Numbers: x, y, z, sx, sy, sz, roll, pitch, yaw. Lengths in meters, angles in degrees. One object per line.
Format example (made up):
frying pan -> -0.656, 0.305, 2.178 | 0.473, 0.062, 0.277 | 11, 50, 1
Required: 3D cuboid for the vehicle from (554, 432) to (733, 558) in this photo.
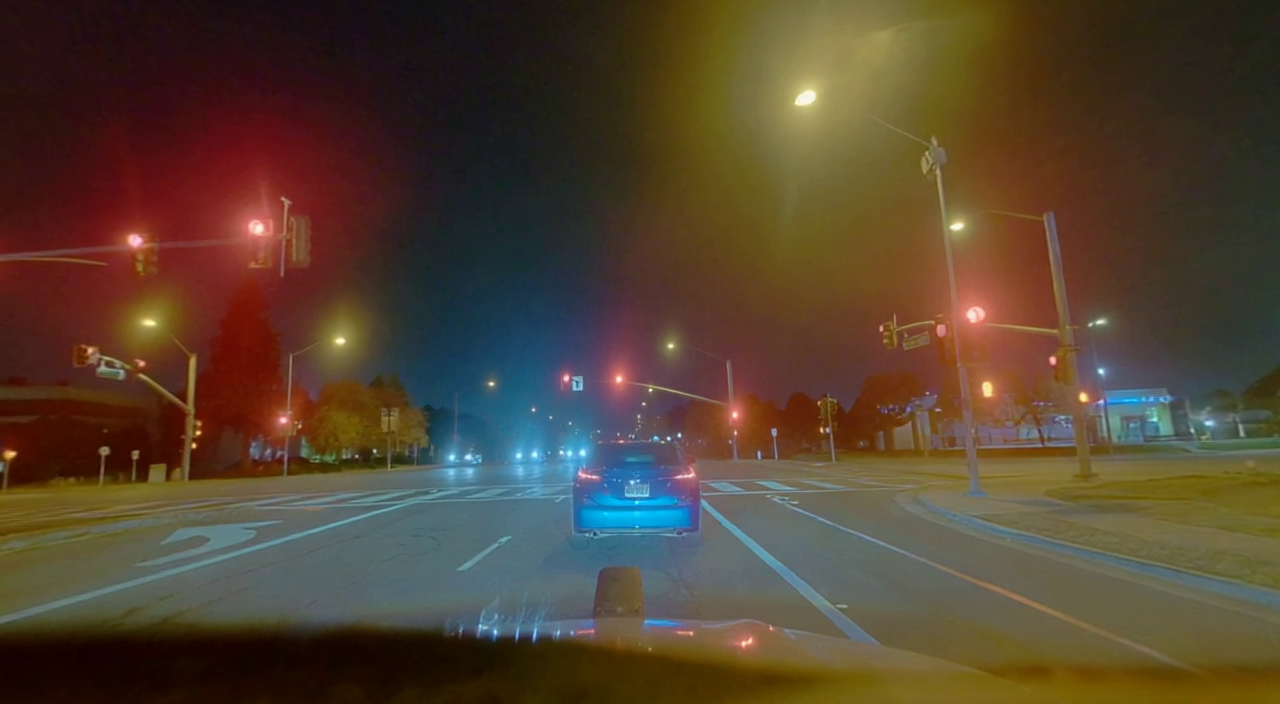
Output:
vehicle -> 0.008, 1.993, 9.511 | 2.107, 1.470, 3.974 | 0, -9, -1
